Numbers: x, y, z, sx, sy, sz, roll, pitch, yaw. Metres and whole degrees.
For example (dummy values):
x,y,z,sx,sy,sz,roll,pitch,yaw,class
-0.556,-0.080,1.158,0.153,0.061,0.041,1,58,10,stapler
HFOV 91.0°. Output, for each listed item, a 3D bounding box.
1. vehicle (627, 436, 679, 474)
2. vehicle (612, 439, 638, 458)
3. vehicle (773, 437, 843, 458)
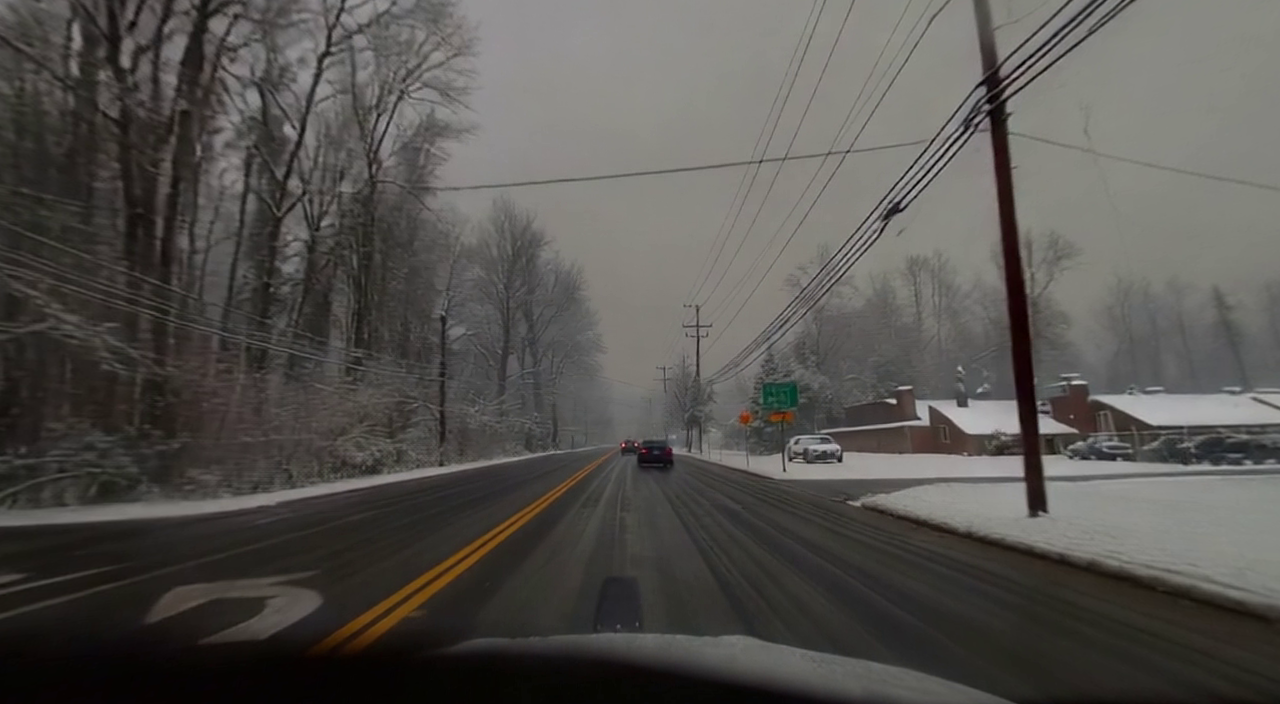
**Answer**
x,y,z,sx,sy,sz,roll,pitch,yaw,class
0.465,4.345,26.773,1.975,1.497,3.647,0,-8,-3,vehicle
-1.153,7.573,49.342,1.927,1.453,3.848,0,-8,-1,vehicle
12.244,6.983,46.051,4.551,1.465,1.927,0,-8,1,vehicle
